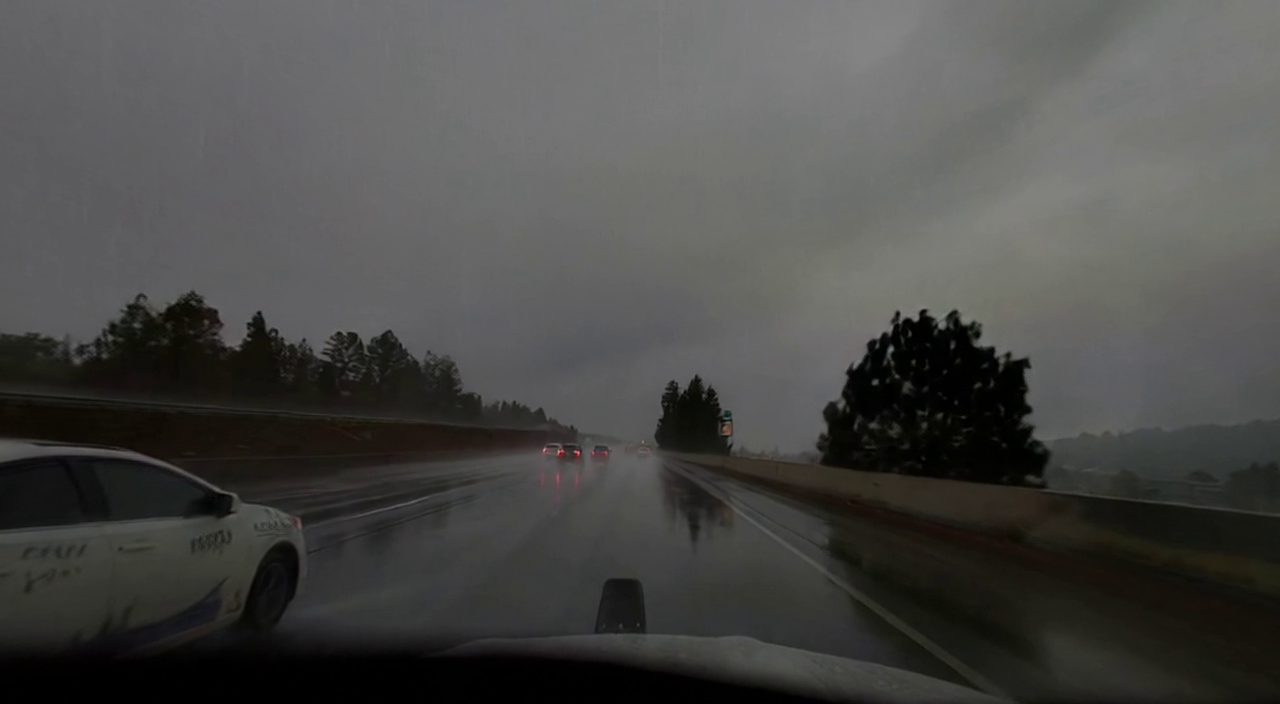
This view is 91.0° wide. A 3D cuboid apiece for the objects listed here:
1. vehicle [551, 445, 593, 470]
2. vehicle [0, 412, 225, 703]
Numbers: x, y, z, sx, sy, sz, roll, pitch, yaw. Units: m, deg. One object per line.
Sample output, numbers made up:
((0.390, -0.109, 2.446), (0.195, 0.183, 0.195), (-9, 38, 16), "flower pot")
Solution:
((-4.094, 6.439, 38.604), (2.120, 1.458, 4.031), (0, -9, 0), "vehicle")
((-3.837, 0.900, 2.003), (1.965, 1.485, 4.460), (0, -9, 0), "vehicle")
